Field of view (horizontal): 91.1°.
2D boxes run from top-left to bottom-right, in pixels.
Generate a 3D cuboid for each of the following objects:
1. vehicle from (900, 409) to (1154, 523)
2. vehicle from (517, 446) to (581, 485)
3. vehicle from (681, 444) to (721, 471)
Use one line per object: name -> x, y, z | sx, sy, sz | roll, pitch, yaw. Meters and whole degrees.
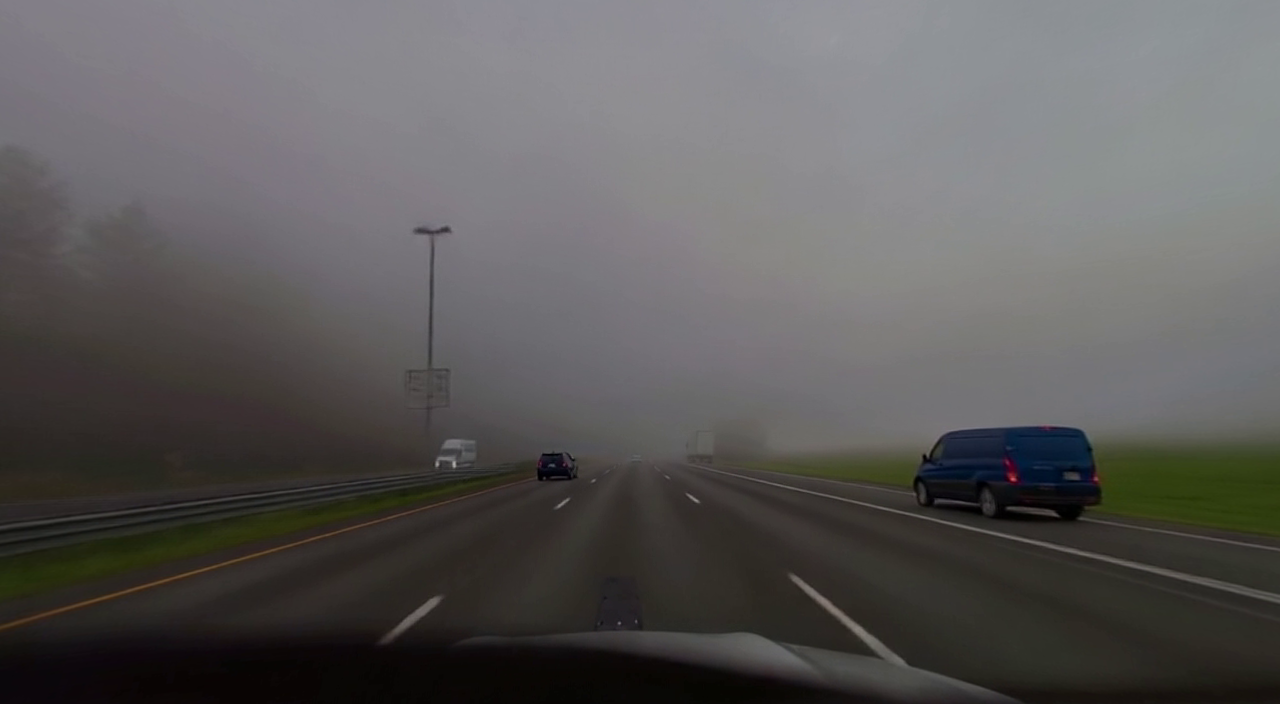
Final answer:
vehicle -> 7.745, 2.358, 13.424 | 2.133, 1.933, 4.986 | 0, -9, -1
vehicle -> -3.862, 4.891, 27.485 | 2.160, 1.530, 4.500 | 0, -9, 0
vehicle -> 3.951, 6.932, 41.395 | 2.069, 1.625, 4.832 | 0, -9, -1
